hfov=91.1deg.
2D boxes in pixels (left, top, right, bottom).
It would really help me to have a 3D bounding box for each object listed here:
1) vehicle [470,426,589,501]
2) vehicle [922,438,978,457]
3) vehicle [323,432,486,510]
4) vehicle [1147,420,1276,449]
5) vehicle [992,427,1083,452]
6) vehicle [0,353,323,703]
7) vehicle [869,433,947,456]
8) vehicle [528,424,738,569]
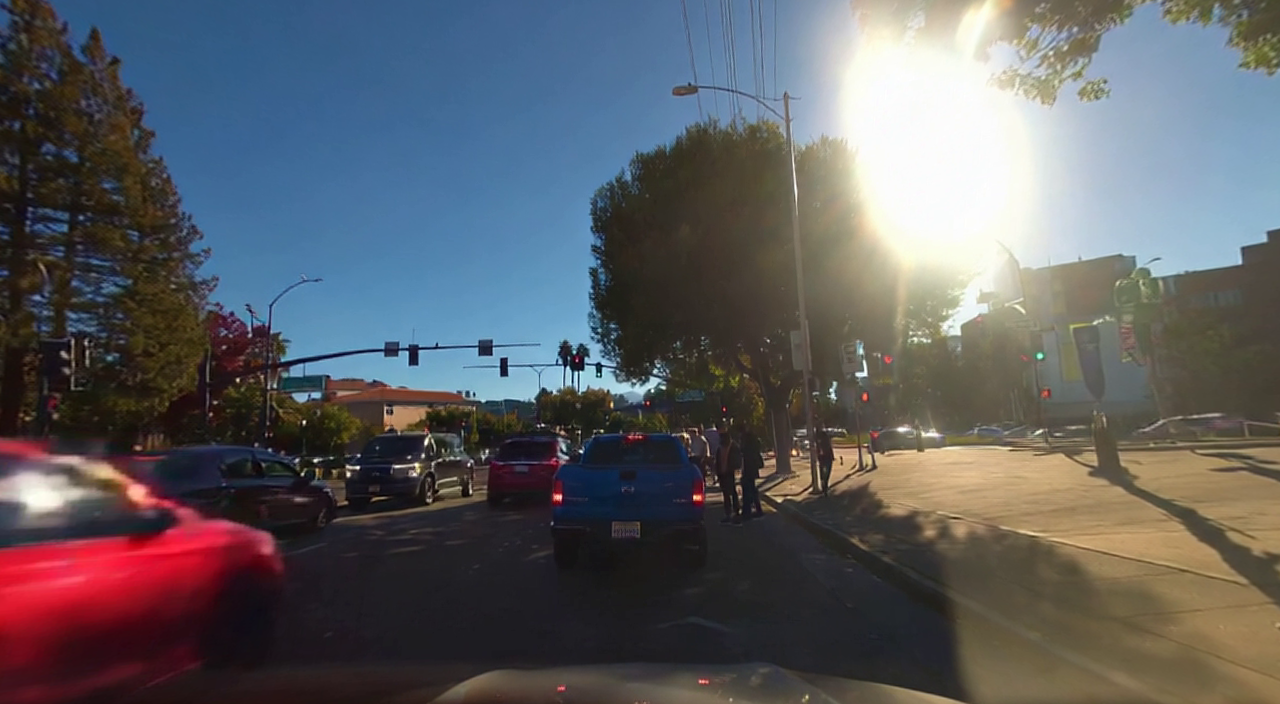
[{"bbox_3d":[-2.935,3.134,18.009,2.223,1.826,4.990,-1,-9,3],"label":"vehicle"},{"bbox_3d":[24.591,7.577,49.820,3.662,1.442,1.787,-6,-10,33],"label":"vehicle"},{"bbox_3d":[-6.168,3.174,17.342,2.230,1.811,5.183,-1,-9,3],"label":"vehicle"},{"bbox_3d":[30.549,4.466,33.796,4.739,1.472,1.804,-5,-10,29],"label":"vehicle"},{"bbox_3d":[23.806,5.298,37.753,4.454,1.440,1.816,-5,-10,30],"label":"vehicle"},{"bbox_3d":[-3.499,0.840,2.416,2.040,1.660,4.609,0,-9,2],"label":"vehicle"},{"bbox_3d":[17.529,6.087,41.159,4.441,1.452,1.798,-5,-10,30],"label":"vehicle"},{"bbox_3d":[-0.049,1.821,8.683,2.182,1.501,4.150,0,-9,1],"label":"vehicle"}]
